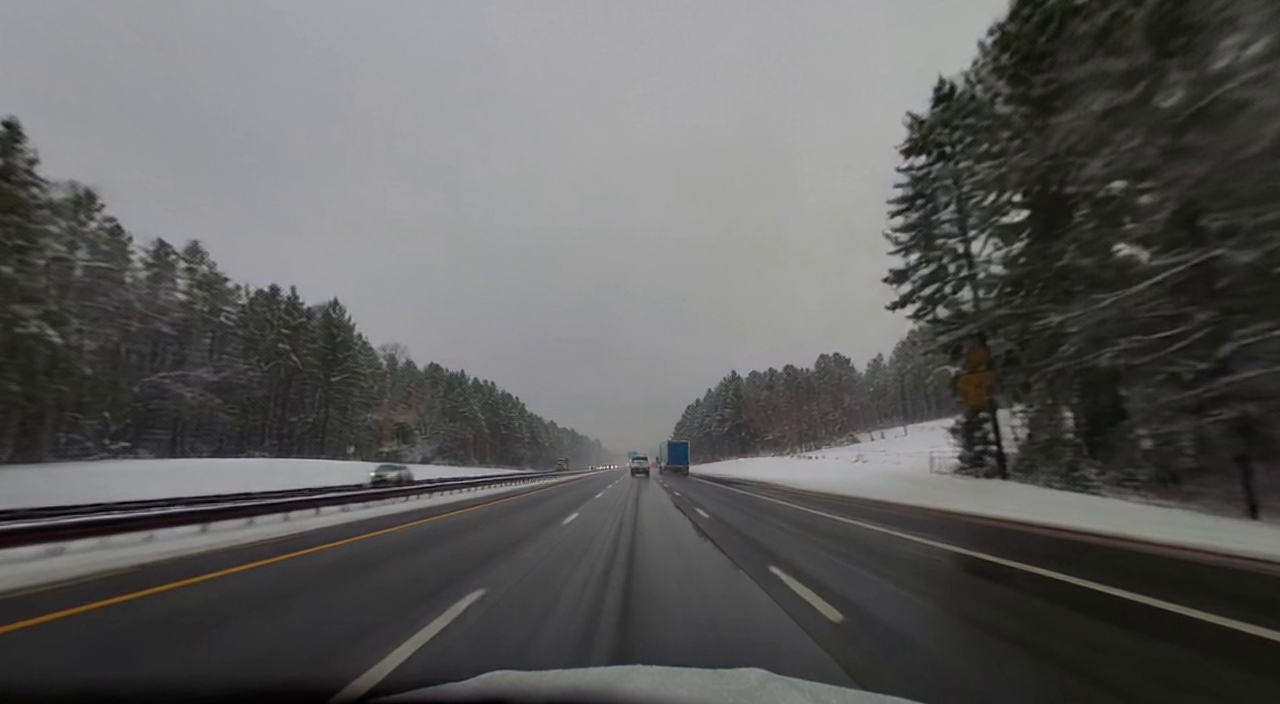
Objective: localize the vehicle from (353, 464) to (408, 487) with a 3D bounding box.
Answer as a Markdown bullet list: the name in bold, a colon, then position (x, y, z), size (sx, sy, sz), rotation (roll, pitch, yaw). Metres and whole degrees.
- **vehicle**: position (-17.989, 8.576, 43.769), size (1.838, 1.452, 4.522), rotation (1, -10, 0)
